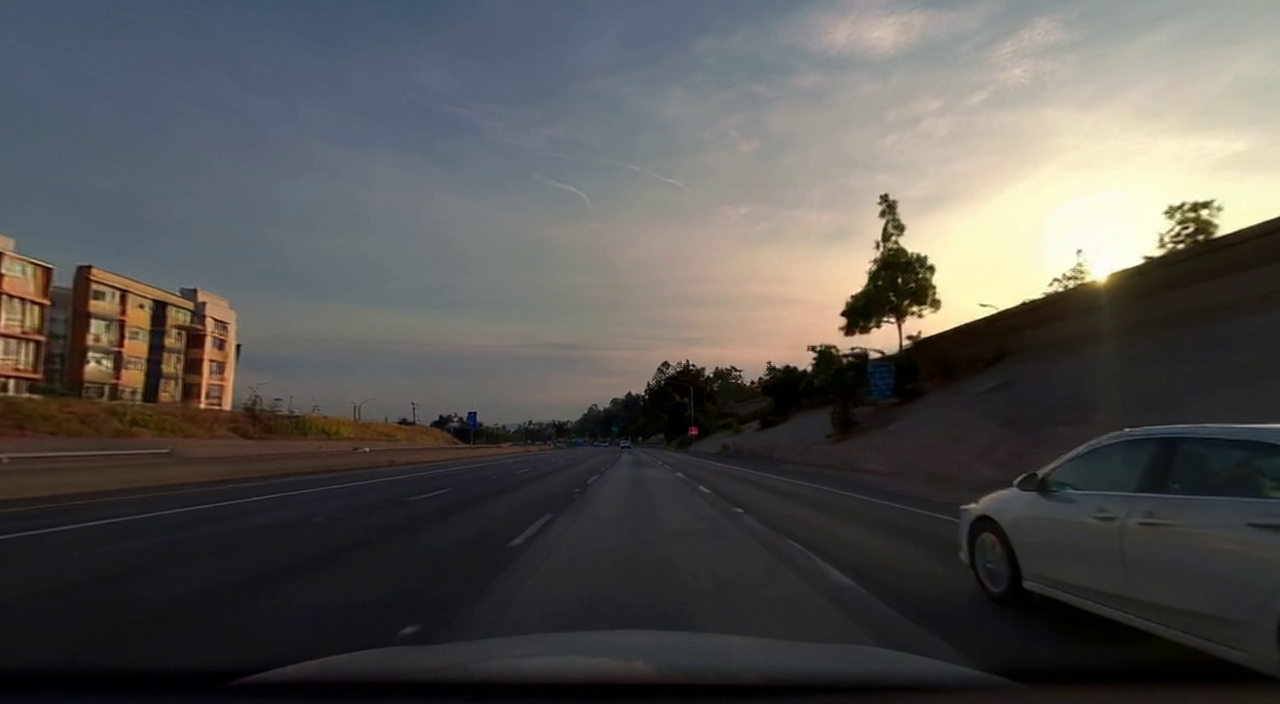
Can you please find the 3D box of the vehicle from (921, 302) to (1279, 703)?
[{"bbox_3d":[3.603,0.755,2.918,2.212,1.753,5.064,0,-9,-1],"label":"vehicle"}]
